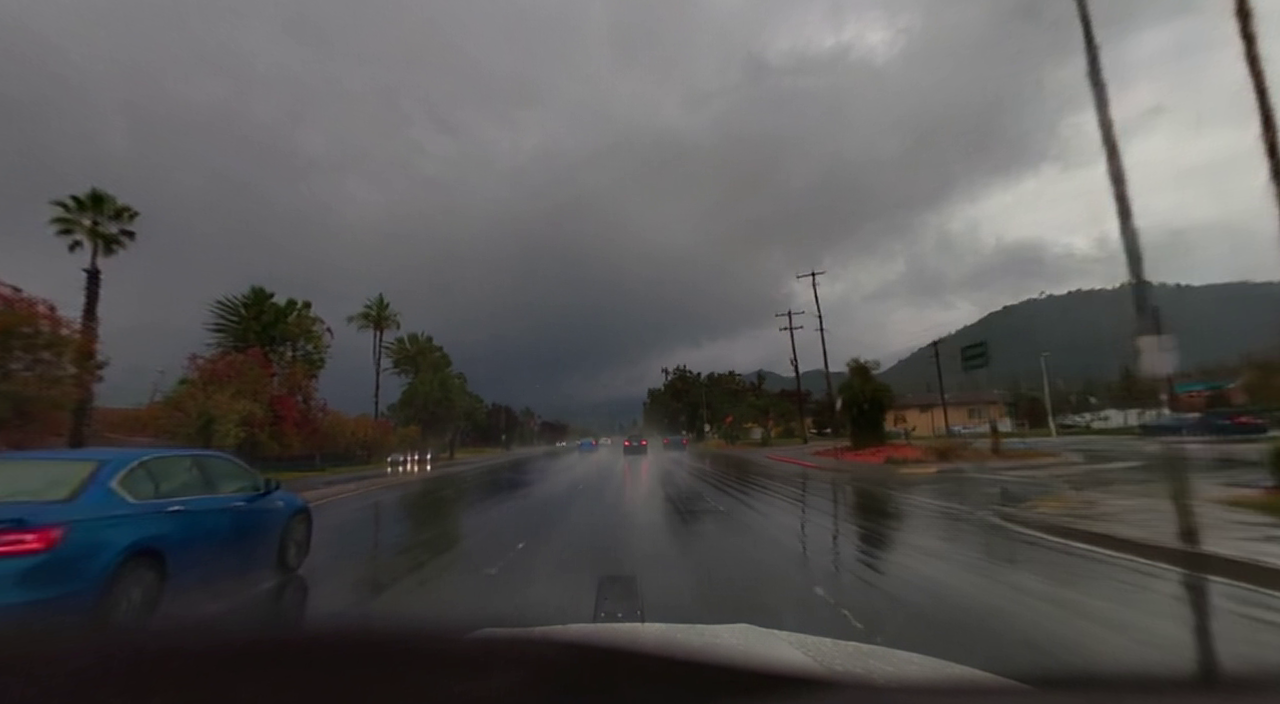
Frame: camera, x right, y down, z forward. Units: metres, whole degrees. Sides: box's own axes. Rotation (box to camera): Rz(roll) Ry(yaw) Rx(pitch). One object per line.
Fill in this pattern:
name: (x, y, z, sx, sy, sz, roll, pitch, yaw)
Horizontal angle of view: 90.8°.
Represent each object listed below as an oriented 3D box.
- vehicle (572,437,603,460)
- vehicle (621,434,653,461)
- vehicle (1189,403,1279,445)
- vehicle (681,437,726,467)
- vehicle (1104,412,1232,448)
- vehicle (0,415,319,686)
vehicle: (-3.813, 7.111, 46.611, 2.000, 1.569, 3.794, 0, -8, -1)
vehicle: (-0.270, 6.485, 42.974, 2.043, 1.734, 4.253, 0, -8, -1)
vehicle: (29.234, 3.350, 29.674, 1.951, 1.743, 4.786, -3, -9, -10)
vehicle: (3.306, 5.320, 33.708, 1.830, 1.451, 4.009, 0, -8, -2)
vehicle: (23.777, 3.595, 28.687, 1.754, 1.504, 4.090, 2, -9, -14)
vehicle: (-4.493, 1.309, 4.952, 1.844, 1.451, 4.543, 0, -8, -4)
